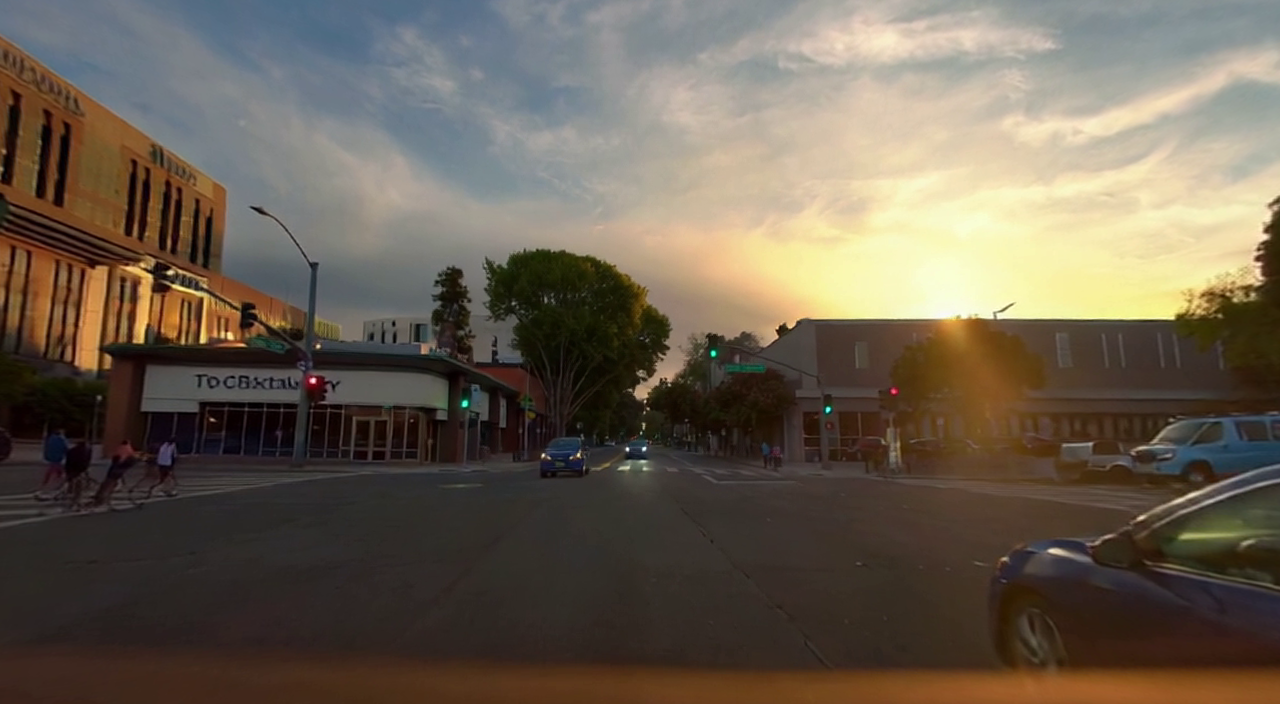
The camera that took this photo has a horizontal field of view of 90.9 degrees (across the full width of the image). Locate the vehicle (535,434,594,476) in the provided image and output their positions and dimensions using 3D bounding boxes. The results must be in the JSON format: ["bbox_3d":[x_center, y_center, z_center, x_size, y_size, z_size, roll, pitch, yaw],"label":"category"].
[{"bbox_3d":[-3.148,4.393,27.220,1.961,1.658,4.064,0,-8,1],"label":"vehicle"}]

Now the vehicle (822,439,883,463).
[{"bbox_3d":[15.108,7.027,44.979,1.924,1.579,4.084,3,-9,-20],"label":"vehicle"}]

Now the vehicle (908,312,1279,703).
[{"bbox_3d":[2.864,0.772,1.913,2.048,1.725,4.754,0,-8,1],"label":"vehicle"}]

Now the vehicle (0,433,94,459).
[{"bbox_3d":[-36.464,5.697,38.198,4.671,1.543,1.846,4,-9,-27],"label":"vehicle"}]

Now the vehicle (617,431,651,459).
[{"bbox_3d":[-0.469,6.795,46.121,2.390,1.948,5.344,0,-8,-1],"label":"vehicle"}]
